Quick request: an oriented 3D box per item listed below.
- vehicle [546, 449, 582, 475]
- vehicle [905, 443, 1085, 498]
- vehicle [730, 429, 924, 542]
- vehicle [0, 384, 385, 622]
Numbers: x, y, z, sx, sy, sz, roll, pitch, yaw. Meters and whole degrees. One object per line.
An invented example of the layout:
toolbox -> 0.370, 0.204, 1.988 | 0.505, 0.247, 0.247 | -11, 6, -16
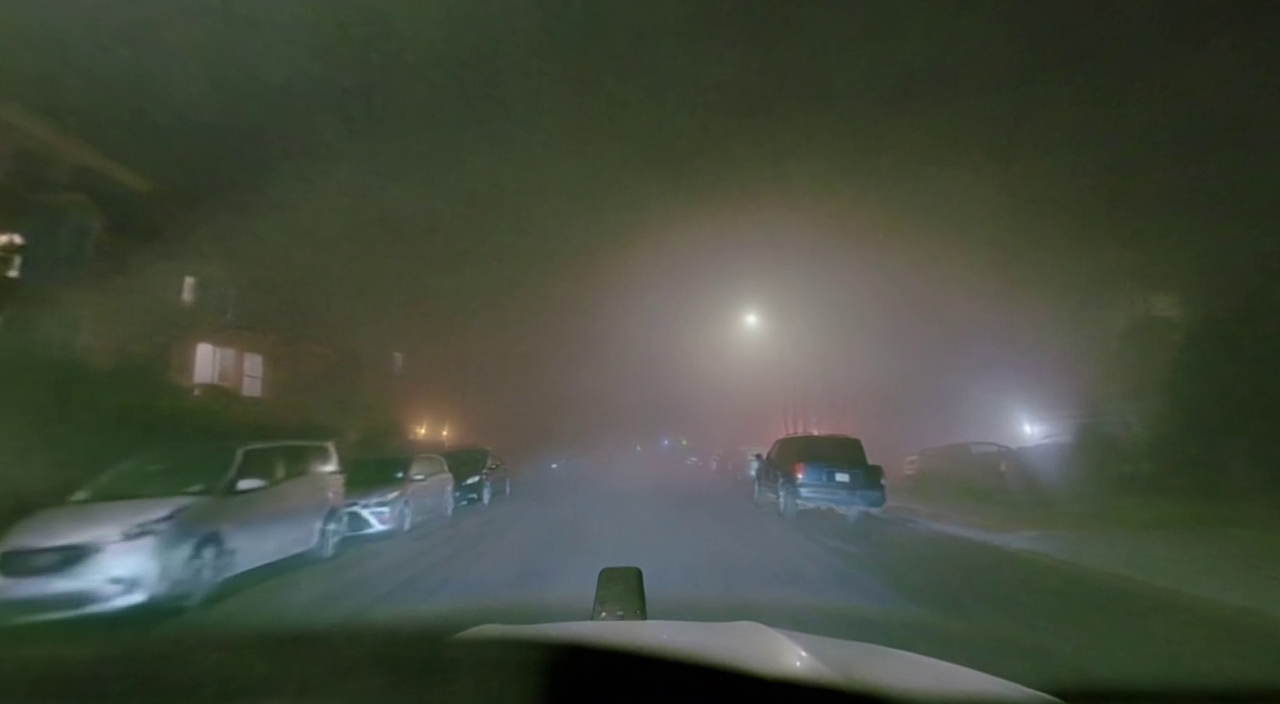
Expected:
vehicle -> -4.927, 7.165, 41.263 | 1.983, 1.579, 3.879 | 1, -9, -2
vehicle -> 10.540, 3.534, 18.992 | 4.244, 1.479, 1.969 | 1, -9, -2
vehicle -> 3.718, 2.767, 14.069 | 2.415, 1.963, 5.688 | 0, -8, -2
vehicle -> -4.812, 1.515, 7.109 | 2.035, 1.822, 4.348 | 0, -10, 0
